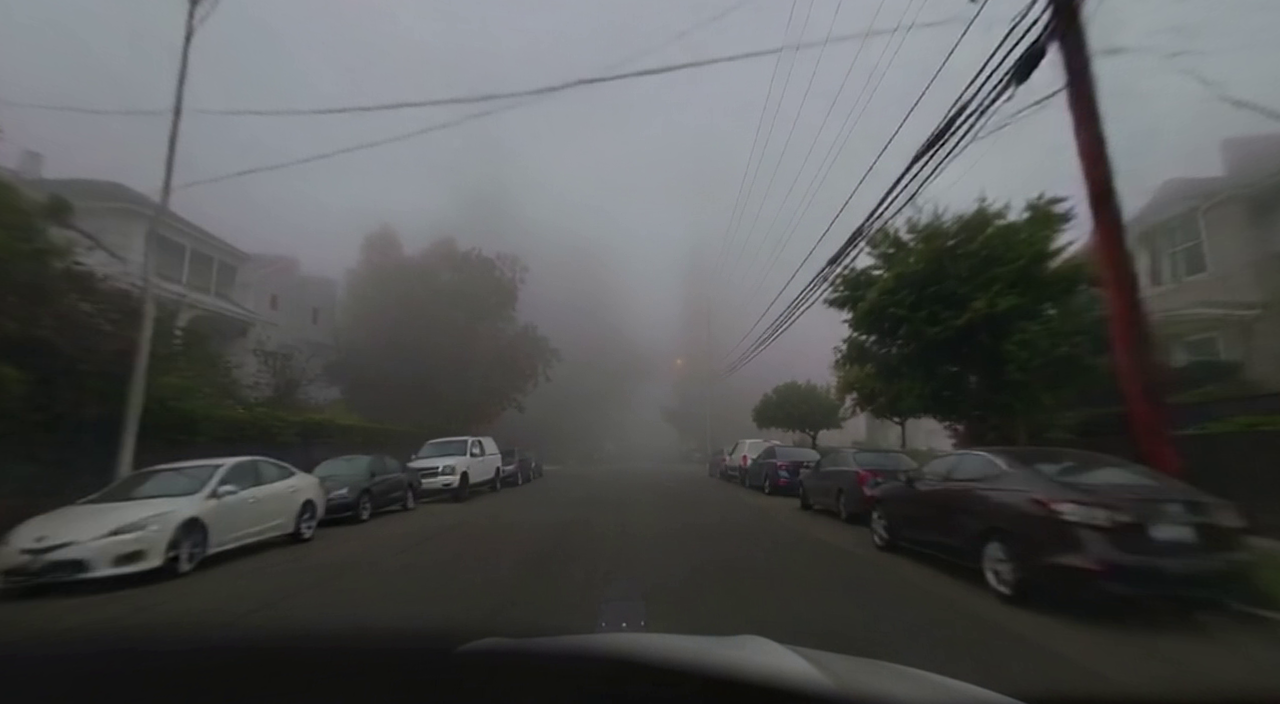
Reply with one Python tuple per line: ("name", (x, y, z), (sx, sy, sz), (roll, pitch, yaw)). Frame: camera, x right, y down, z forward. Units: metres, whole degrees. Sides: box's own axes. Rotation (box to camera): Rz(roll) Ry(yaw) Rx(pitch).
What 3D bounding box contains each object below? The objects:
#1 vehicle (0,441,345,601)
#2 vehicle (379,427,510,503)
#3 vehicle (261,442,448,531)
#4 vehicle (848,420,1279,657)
("vehicle", (-5.780, 1.915, 8.195), (1.752, 1.494, 4.274), (0, -8, 1))
("vehicle", (-5.600, 3.287, 18.916), (2.052, 1.916, 5.084), (0, -8, 3))
("vehicle", (-5.633, 2.656, 13.133), (1.790, 1.496, 4.234), (1, -8, 2))
("vehicle", (3.859, 1.578, 6.525), (1.873, 1.546, 4.599), (0, -9, 1))
